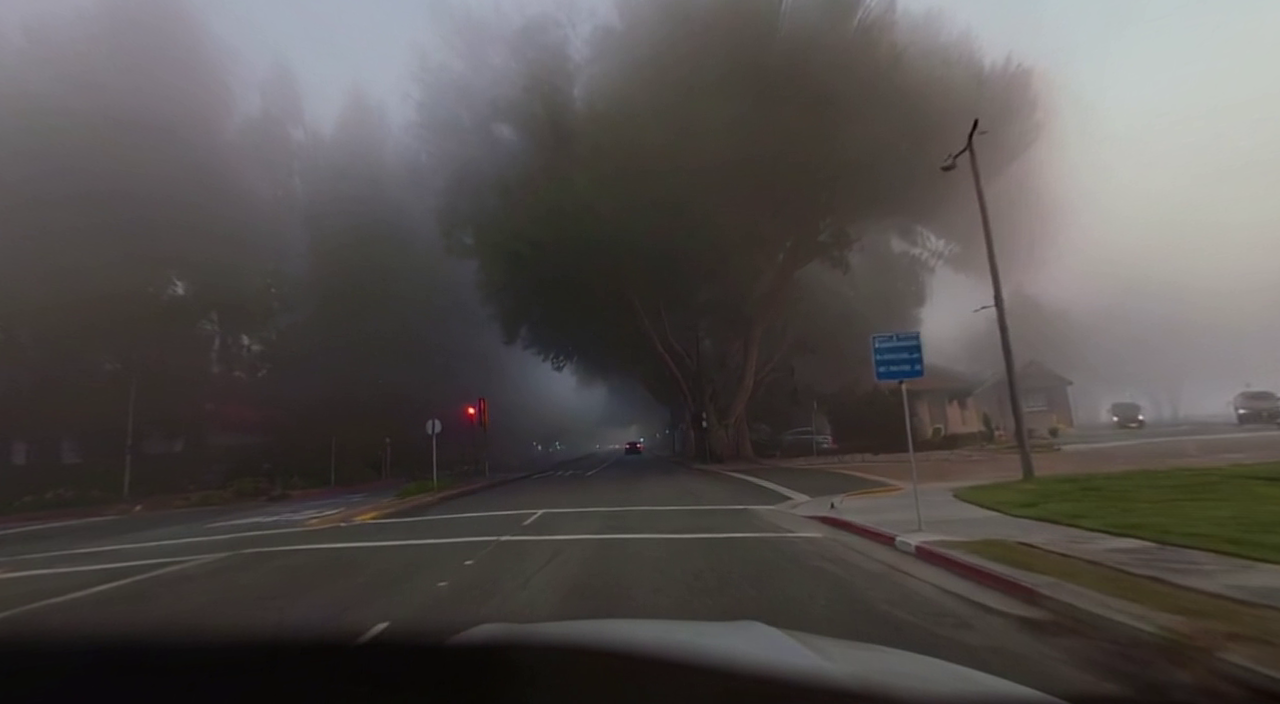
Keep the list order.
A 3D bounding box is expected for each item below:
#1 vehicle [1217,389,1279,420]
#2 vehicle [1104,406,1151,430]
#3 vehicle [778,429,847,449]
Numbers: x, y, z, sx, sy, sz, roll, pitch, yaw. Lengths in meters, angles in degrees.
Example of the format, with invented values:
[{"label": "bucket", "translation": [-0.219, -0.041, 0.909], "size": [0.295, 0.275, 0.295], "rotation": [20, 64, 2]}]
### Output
[{"label": "vehicle", "translation": [43.540, 3.779, 45.336], "size": [2.215, 1.897, 5.594], "rotation": [-10, -9, 34]}, {"label": "vehicle", "translation": [35.299, 4.810, 45.854], "size": [1.954, 1.540, 3.963], "rotation": [-5, -10, 27]}, {"label": "vehicle", "translation": [13.606, 6.905, 49.868], "size": [4.803, 1.510, 1.927], "rotation": [-6, -10, 33]}]
